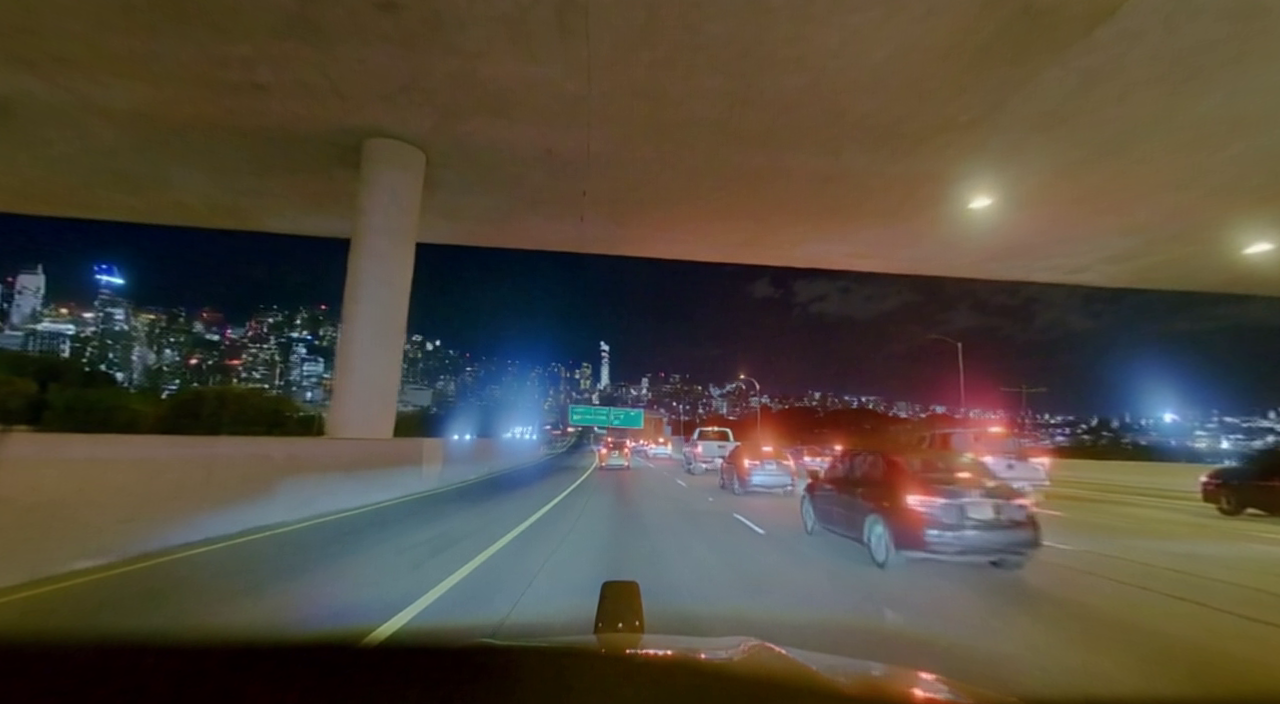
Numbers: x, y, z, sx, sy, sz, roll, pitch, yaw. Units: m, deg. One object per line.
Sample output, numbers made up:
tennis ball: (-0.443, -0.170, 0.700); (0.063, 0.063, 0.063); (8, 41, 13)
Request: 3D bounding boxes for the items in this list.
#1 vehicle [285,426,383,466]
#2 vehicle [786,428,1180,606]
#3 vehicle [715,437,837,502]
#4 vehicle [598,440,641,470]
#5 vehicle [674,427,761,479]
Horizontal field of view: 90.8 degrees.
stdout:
vehicle: (-12.582, 3.924, 26.359); (2.045, 1.499, 4.501); (0, -8, -3)
vehicle: (3.409, 1.715, 7.638); (2.074, 1.455, 4.646); (0, -8, -1)
vehicle: (3.477, 3.103, 17.276); (2.048, 1.497, 4.952); (0, -8, -2)
vehicle: (-1.160, 5.720, 35.398); (2.266, 1.549, 3.978); (0, -8, -2)
vehicle: (3.289, 4.530, 28.650); (2.747, 2.061, 7.011); (0, -8, -3)
